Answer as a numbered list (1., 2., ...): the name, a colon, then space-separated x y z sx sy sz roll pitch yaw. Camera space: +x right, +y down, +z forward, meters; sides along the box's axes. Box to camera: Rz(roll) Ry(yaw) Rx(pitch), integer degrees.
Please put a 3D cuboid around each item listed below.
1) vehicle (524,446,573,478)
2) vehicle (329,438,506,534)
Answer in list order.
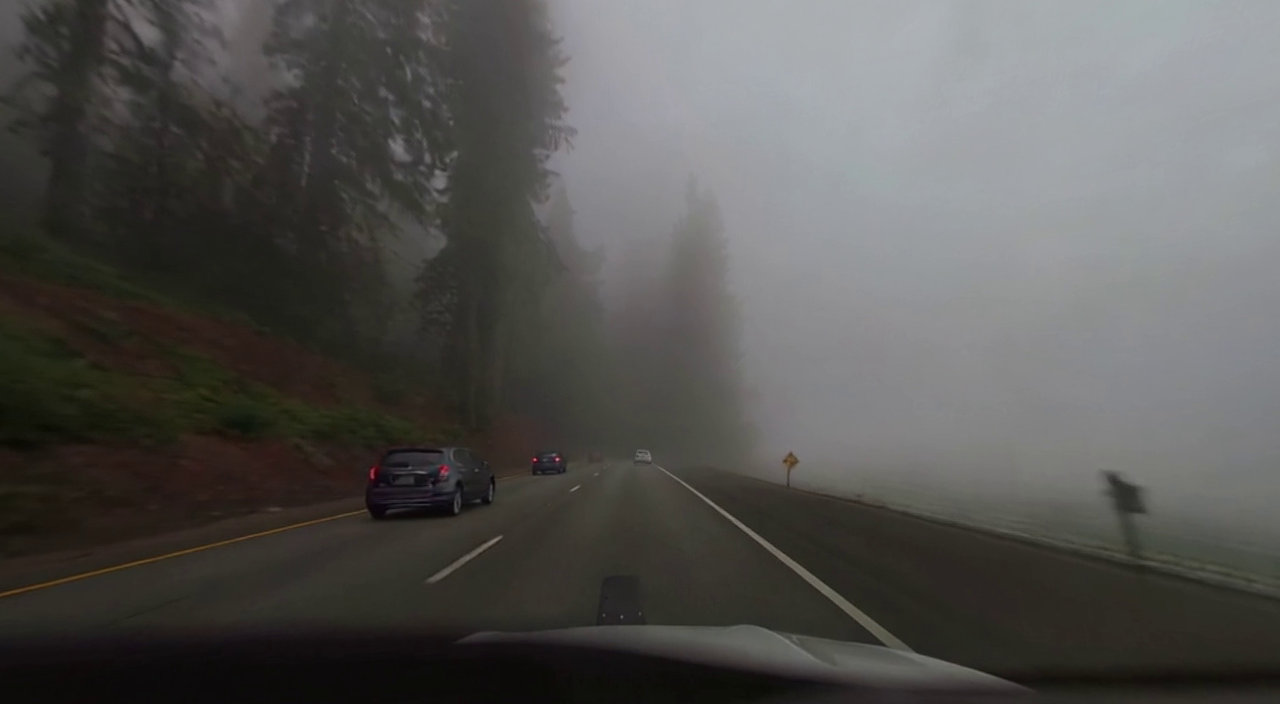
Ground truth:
1. vehicle: -4.542 5.530 31.993 1.838 1.508 4.317 0 -9 0
2. vehicle: -3.914 2.404 11.891 1.897 1.481 3.859 0 -9 0
